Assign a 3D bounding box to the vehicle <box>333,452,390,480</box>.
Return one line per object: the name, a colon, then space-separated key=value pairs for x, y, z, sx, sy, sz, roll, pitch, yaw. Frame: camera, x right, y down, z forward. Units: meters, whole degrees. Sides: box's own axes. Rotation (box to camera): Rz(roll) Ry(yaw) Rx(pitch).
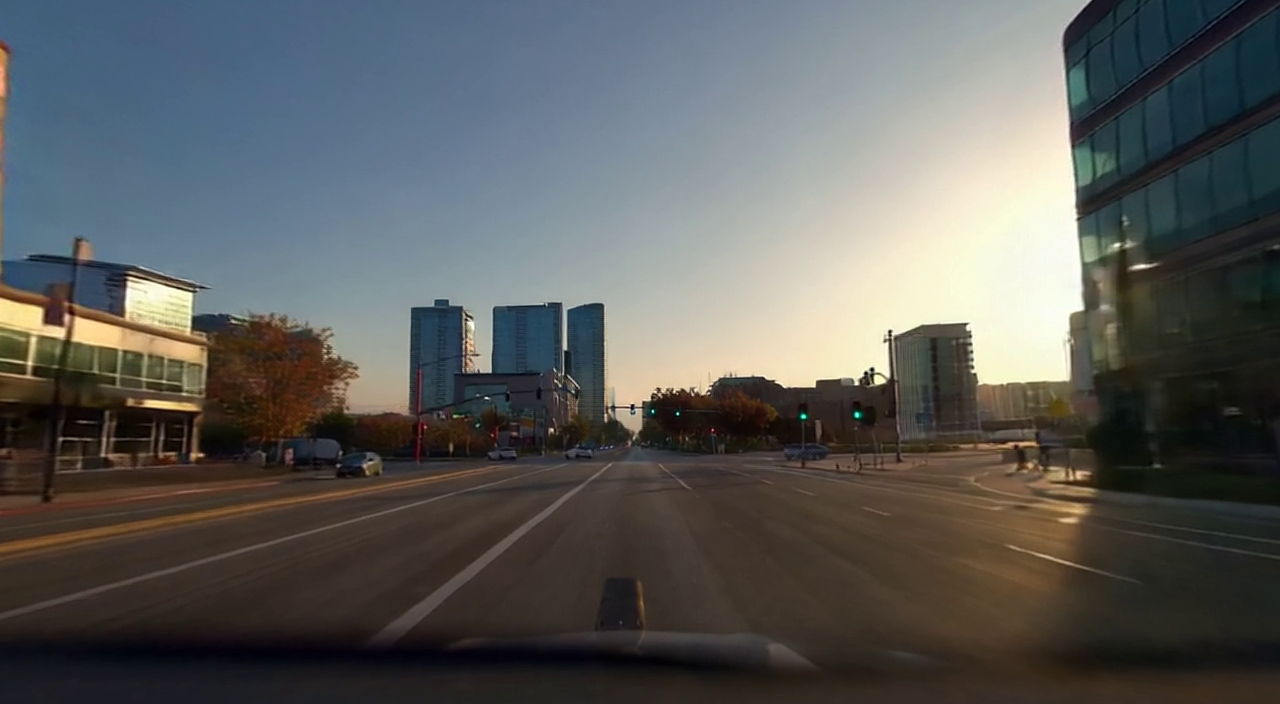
vehicle: x=-16.204 y=6.619 z=37.048 sx=1.930 sy=1.473 sz=4.480 roll=1 pitch=-8 yaw=-9
